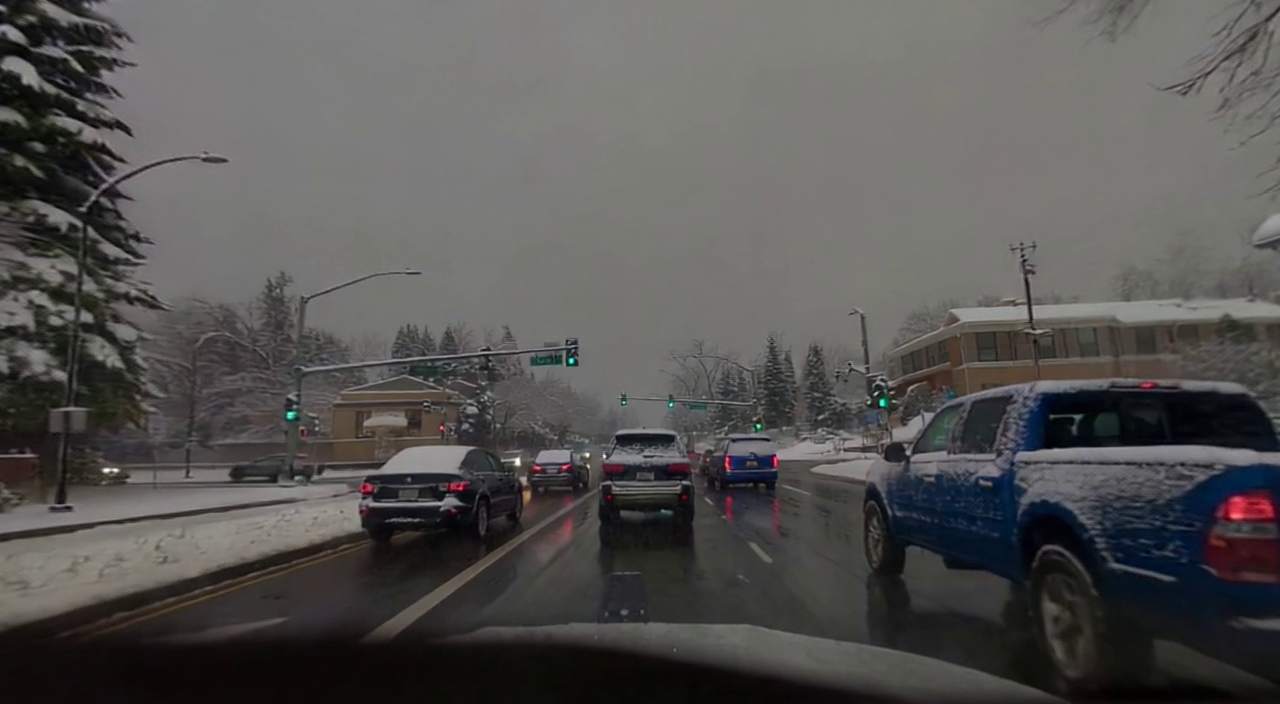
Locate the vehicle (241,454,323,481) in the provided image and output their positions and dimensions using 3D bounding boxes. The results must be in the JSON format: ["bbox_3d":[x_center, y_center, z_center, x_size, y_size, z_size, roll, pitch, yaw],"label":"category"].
[{"bbox_3d":[-26.704,8.675,47.164,4.606,1.867,2.226,0,-14,2],"label":"vehicle"}]

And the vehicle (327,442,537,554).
[{"bbox_3d":[-3.181,2.310,10.878,1.909,1.476,4.751,0,-8,1],"label":"vehicle"}]

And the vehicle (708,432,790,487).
[{"bbox_3d":[4.130,4.190,24.934,2.408,1.908,5.355,0,-8,1],"label":"vehicle"}]

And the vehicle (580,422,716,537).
[{"bbox_3d":[0.159,2.288,11.874,2.113,1.768,3.901,0,-8,1],"label":"vehicle"}]

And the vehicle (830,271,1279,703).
[{"bbox_3d":[3.463,1.005,4.366,2.571,1.857,5.841,0,-8,1],"label":"vehicle"}]

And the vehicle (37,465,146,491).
[{"bbox_3d":[-36.293,8.347,41.848,5.100,1.533,2.032,1,-8,-5],"label":"vehicle"}]
